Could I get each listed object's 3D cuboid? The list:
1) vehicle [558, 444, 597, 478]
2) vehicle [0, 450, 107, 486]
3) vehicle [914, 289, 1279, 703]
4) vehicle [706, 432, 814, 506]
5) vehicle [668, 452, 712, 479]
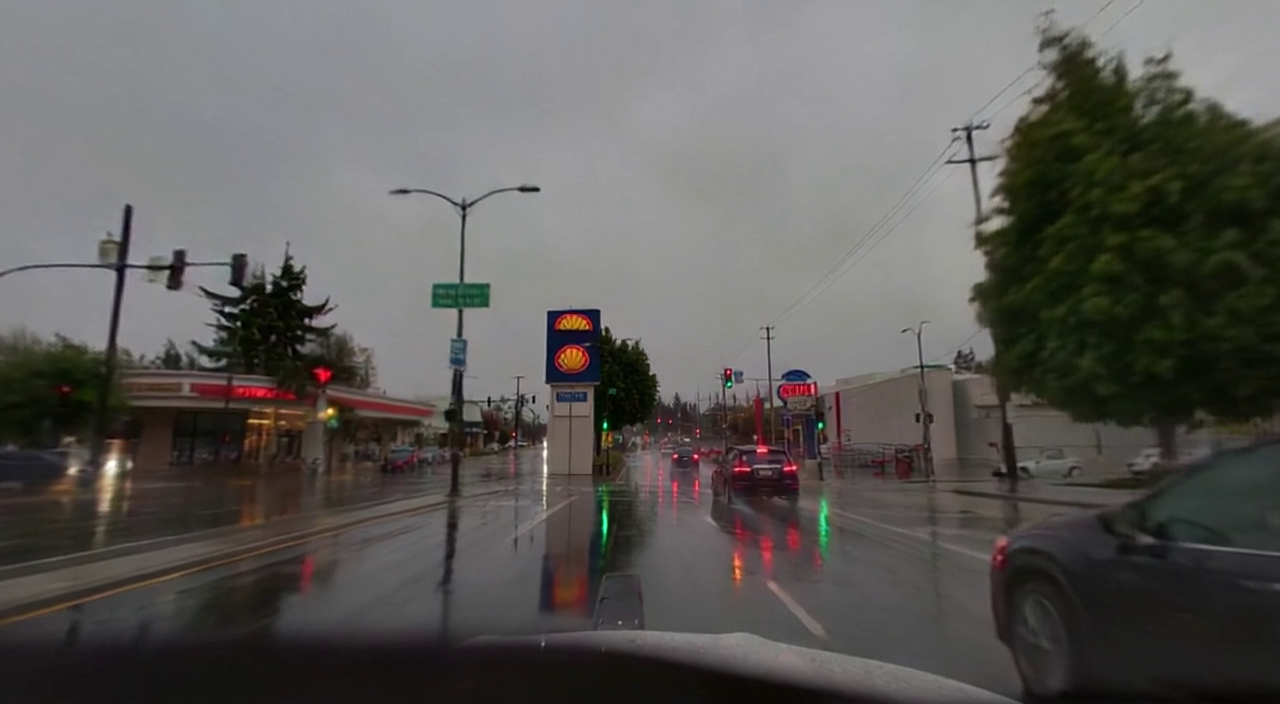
[{"bbox_3d":[-3.733,6.597,37.665,2.189,1.836,4.693,0,-12,-6],"label":"vehicle"},{"bbox_3d":[-27.068,5.131,27.975,4.582,1.498,2.229,0,-8,-2],"label":"vehicle"},{"bbox_3d":[2.736,0.661,1.289,2.183,1.720,4.842,0,-8,0],"label":"vehicle"},{"bbox_3d":[2.989,3.015,16.700,1.999,1.679,4.217,0,-8,-1],"label":"vehicle"},{"bbox_3d":[2.950,6.793,38.037,2.282,1.458,4.362,0,-8,-1],"label":"vehicle"}]
